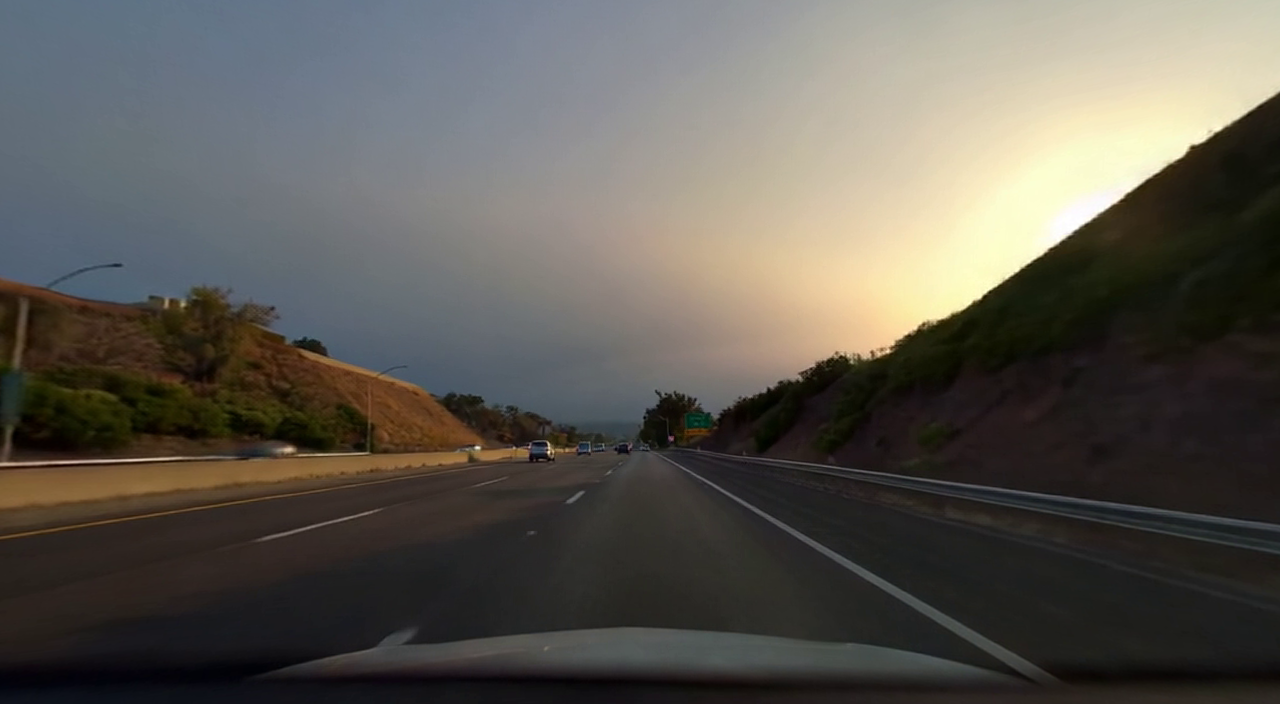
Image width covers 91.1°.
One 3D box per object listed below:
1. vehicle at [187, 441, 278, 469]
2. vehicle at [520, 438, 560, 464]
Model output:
[{"bbox_3d":[-22.404,5.682,34.766,2.075,1.443,4.314,0,-8,1],"label":"vehicle"},{"bbox_3d":[-6.680,6.665,42.325,1.972,1.660,4.254,0,-8,1],"label":"vehicle"}]
